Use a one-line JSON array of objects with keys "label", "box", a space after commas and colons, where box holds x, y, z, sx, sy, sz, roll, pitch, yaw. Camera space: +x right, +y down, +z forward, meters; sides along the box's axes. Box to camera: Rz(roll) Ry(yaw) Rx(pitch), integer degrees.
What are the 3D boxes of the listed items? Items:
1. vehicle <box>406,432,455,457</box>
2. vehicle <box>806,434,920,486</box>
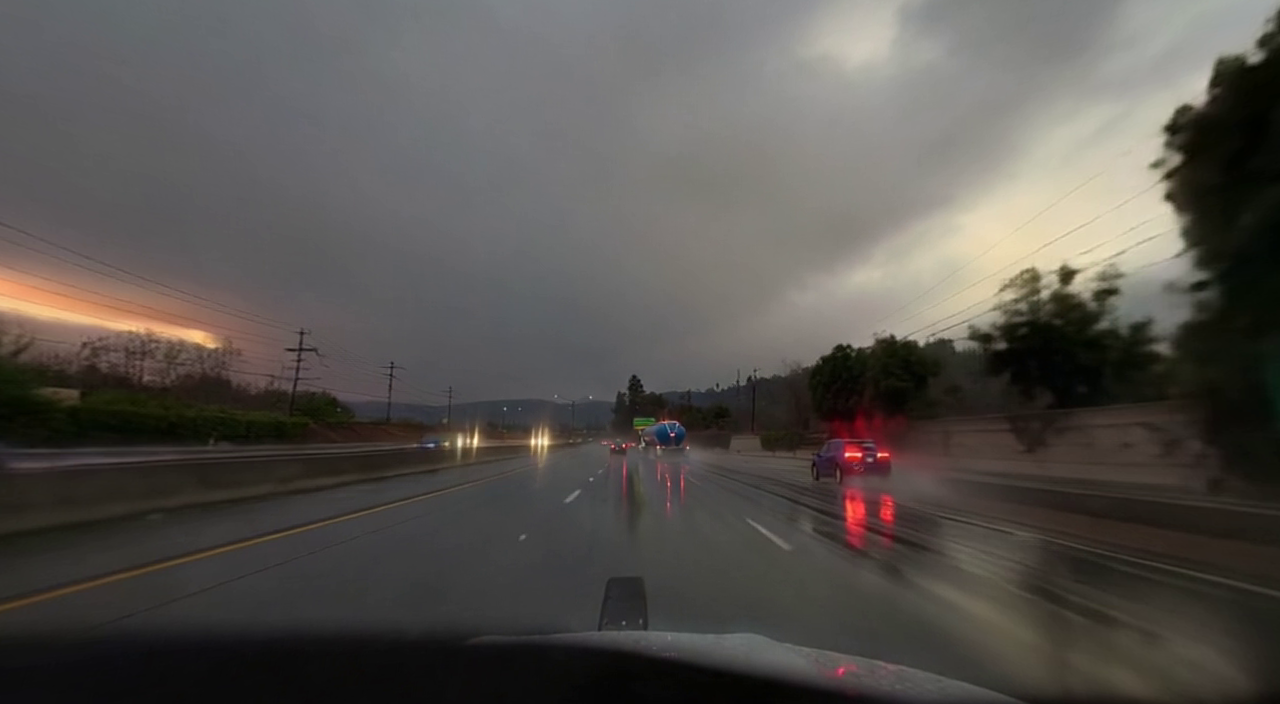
[{"label": "vehicle", "box": [-14.492, 6.428, 43.834, 1.954, 1.578, 4.562, 0, -8, -1]}, {"label": "vehicle", "box": [7.015, 3.427, 20.400, 1.905, 1.480, 4.624, 0, -8, -1]}]
